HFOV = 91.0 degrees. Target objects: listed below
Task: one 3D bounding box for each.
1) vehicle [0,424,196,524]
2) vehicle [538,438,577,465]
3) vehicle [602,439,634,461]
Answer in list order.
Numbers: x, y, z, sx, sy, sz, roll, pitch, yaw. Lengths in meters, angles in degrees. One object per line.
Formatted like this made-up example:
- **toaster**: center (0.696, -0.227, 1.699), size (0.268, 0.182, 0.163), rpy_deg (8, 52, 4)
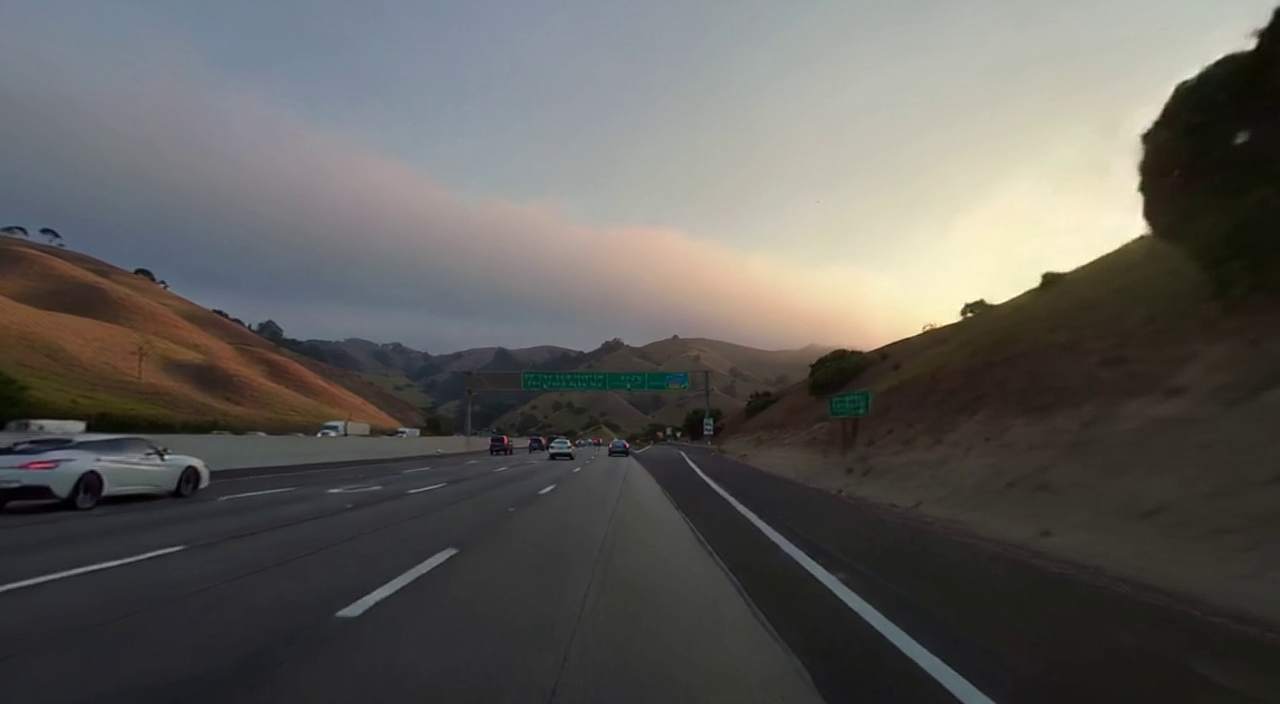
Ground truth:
- **vehicle**: center (-11.641, 2.366, 12.763), size (2.047, 1.645, 4.451), rpy_deg (0, -9, 0)
- **vehicle**: center (-5.301, 6.483, 41.120), size (2.060, 1.631, 4.214), rpy_deg (0, -9, -1)
- **vehicle**: center (-1.705, 7.602, 49.063), size (2.421, 1.594, 4.248), rpy_deg (0, -9, -2)
